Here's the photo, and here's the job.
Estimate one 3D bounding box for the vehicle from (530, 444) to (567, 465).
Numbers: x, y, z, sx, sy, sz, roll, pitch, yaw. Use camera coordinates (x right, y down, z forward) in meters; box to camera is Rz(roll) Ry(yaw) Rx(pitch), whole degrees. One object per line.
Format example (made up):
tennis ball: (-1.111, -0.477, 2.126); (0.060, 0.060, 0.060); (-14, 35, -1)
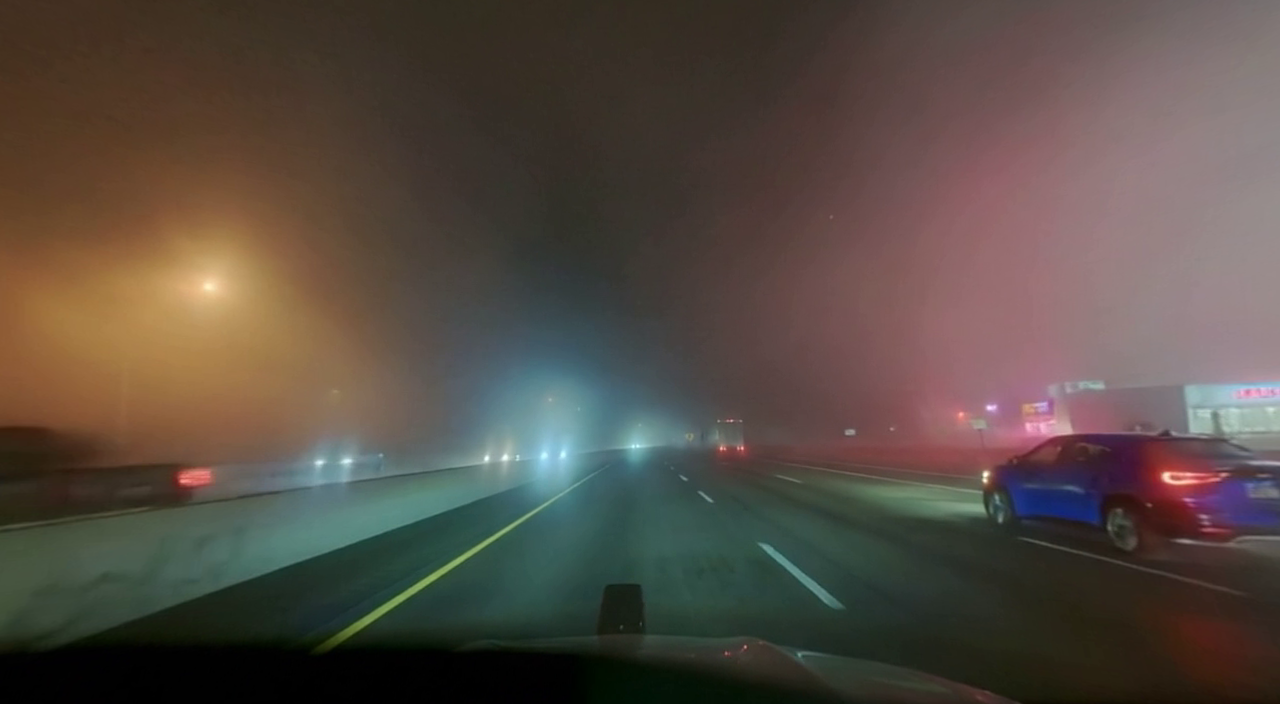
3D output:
vehicle: (-7.020, 7.919, 48.616); (2.071, 1.503, 4.636); (0, -9, 2)

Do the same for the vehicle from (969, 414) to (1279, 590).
vehicle: (6.573, 1.670, 7.884); (2.079, 1.518, 5.032); (0, -8, -1)

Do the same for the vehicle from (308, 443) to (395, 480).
vehicle: (-14.649, 5.562, 32.218); (2.137, 1.729, 4.767); (0, -8, 1)
